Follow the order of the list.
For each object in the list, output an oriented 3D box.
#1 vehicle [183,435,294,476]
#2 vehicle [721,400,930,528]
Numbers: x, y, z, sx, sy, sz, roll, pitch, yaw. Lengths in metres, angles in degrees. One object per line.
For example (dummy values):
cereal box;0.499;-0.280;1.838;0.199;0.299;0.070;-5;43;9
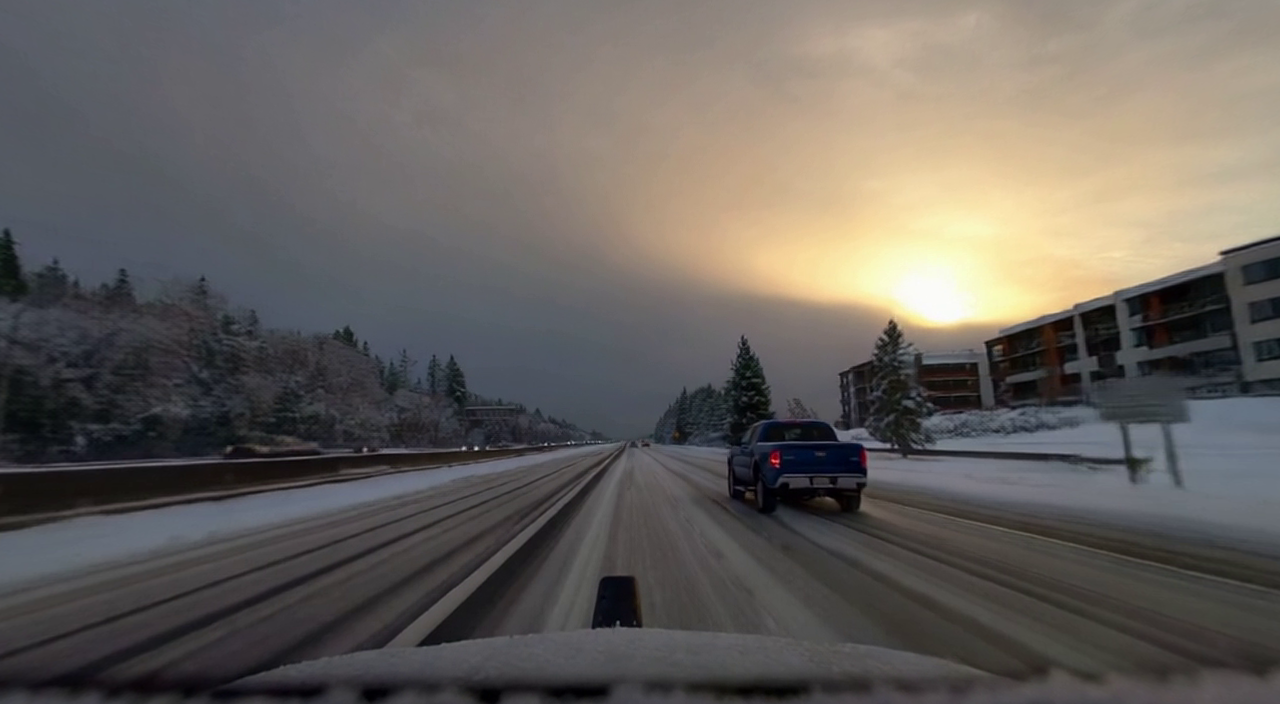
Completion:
vehicle;-19.149;4.968;30.501;2.101;1.768;4.942;0;-9;0
vehicle;3.197;2.092;12.273;2.462;1.984;4.718;0;-9;-2
